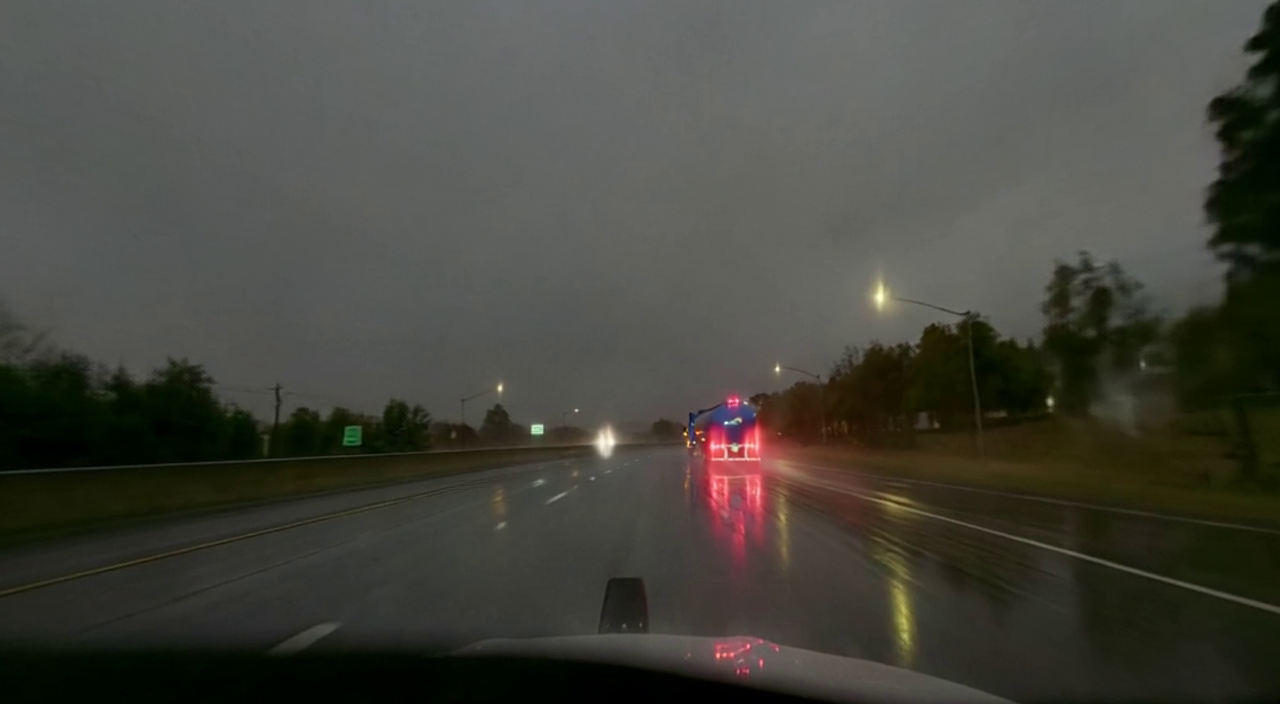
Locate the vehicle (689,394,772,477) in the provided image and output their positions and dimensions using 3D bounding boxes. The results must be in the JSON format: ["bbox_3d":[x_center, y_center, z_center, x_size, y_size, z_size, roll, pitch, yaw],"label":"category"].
[{"bbox_3d":[4.538,4.726,35.088,2.880,3.624,14.397,-1,-8,2],"label":"vehicle"}]
